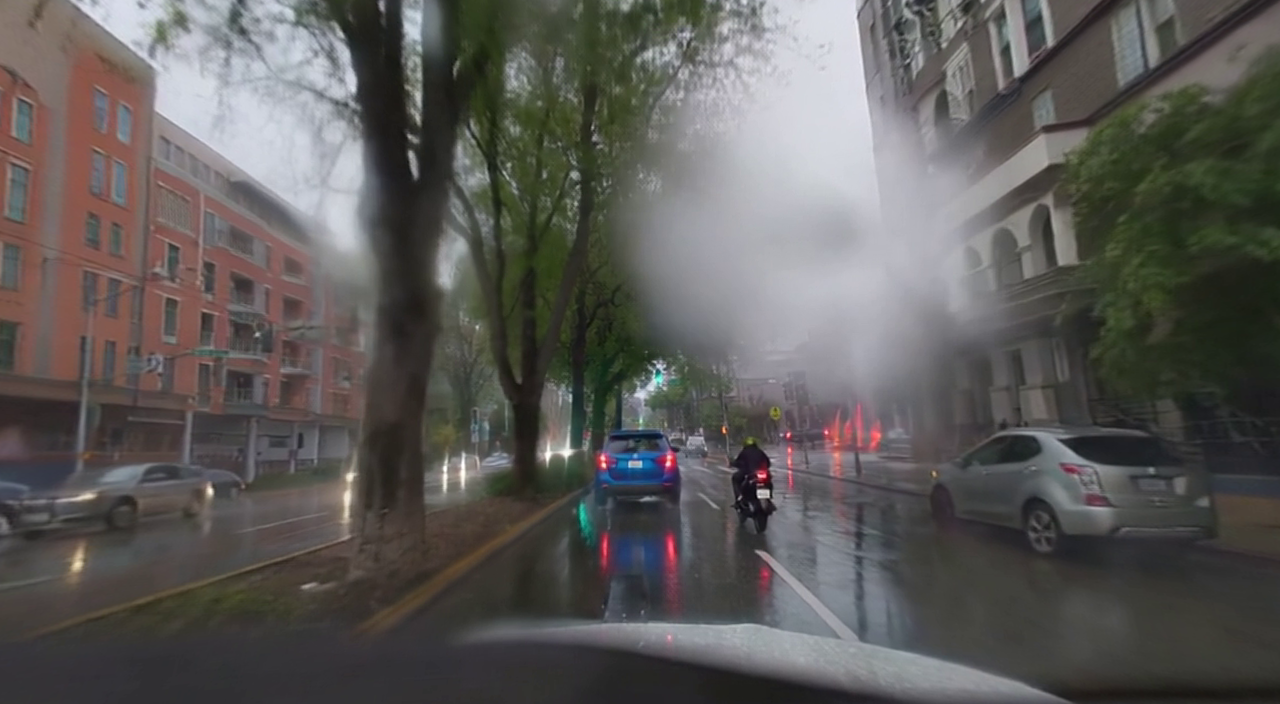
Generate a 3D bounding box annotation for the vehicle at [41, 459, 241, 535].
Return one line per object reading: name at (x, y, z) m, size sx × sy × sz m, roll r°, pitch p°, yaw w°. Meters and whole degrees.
vehicle at (-13.706, 3.953, 17.805) m, size 1.926 × 1.732 × 4.635 m, roll 0°, pitch -9°, yaw -2°

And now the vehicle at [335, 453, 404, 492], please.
vehicle at (-13.747, 6.124, 32.364) m, size 1.871 × 1.786 × 4.386 m, roll 0°, pitch -9°, yaw -4°

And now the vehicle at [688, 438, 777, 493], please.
vehicle at (2.719, 3.468, 19.606) m, size 2.101 × 1.507 × 4.355 m, roll 0°, pitch -9°, yaw 0°

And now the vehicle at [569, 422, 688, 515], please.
vehicle at (-0.201, 2.531, 14.138) m, size 2.265 × 1.748 × 4.130 m, roll 0°, pitch -9°, yaw 0°
